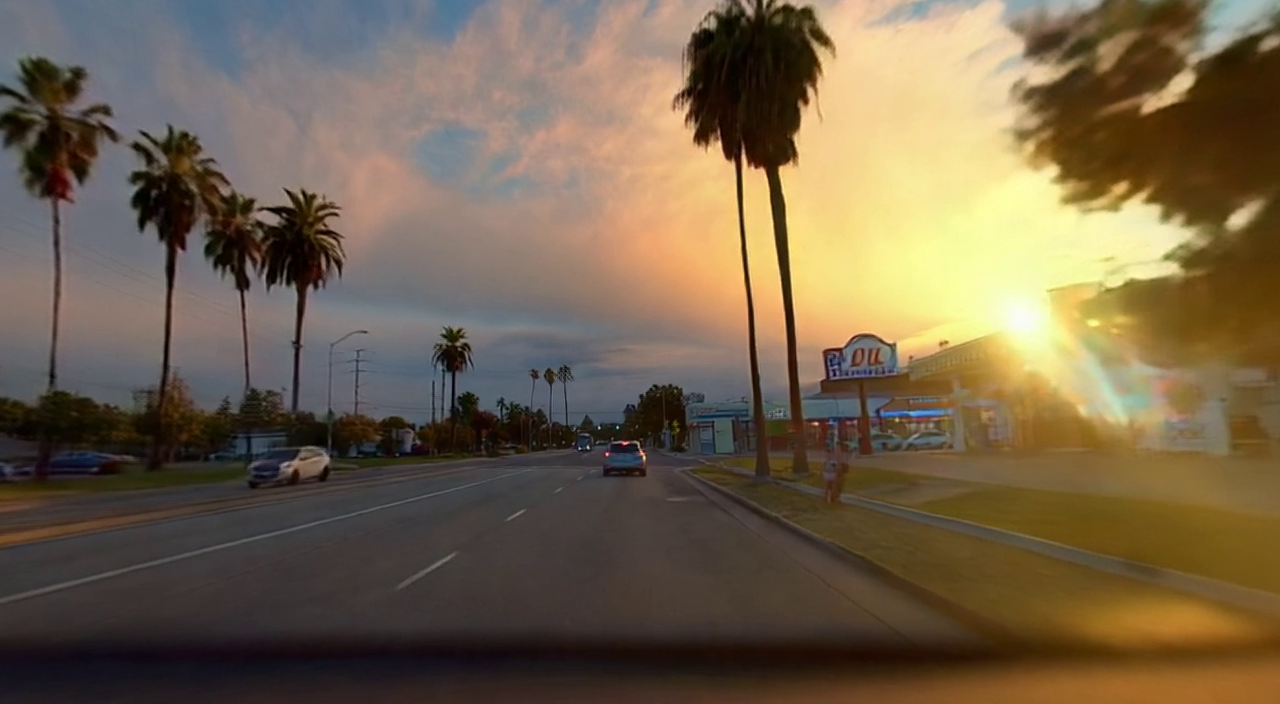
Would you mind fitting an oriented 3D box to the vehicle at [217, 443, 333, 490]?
[{"bbox_3d":[-14.558,4.546,25.564,2.026,1.722,4.463,0,-8,-1],"label":"vehicle"}]

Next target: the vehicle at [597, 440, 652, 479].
[{"bbox_3d":[-0.613,4.395,26.128,2.076,1.486,4.119,0,-8,-1],"label":"vehicle"}]
